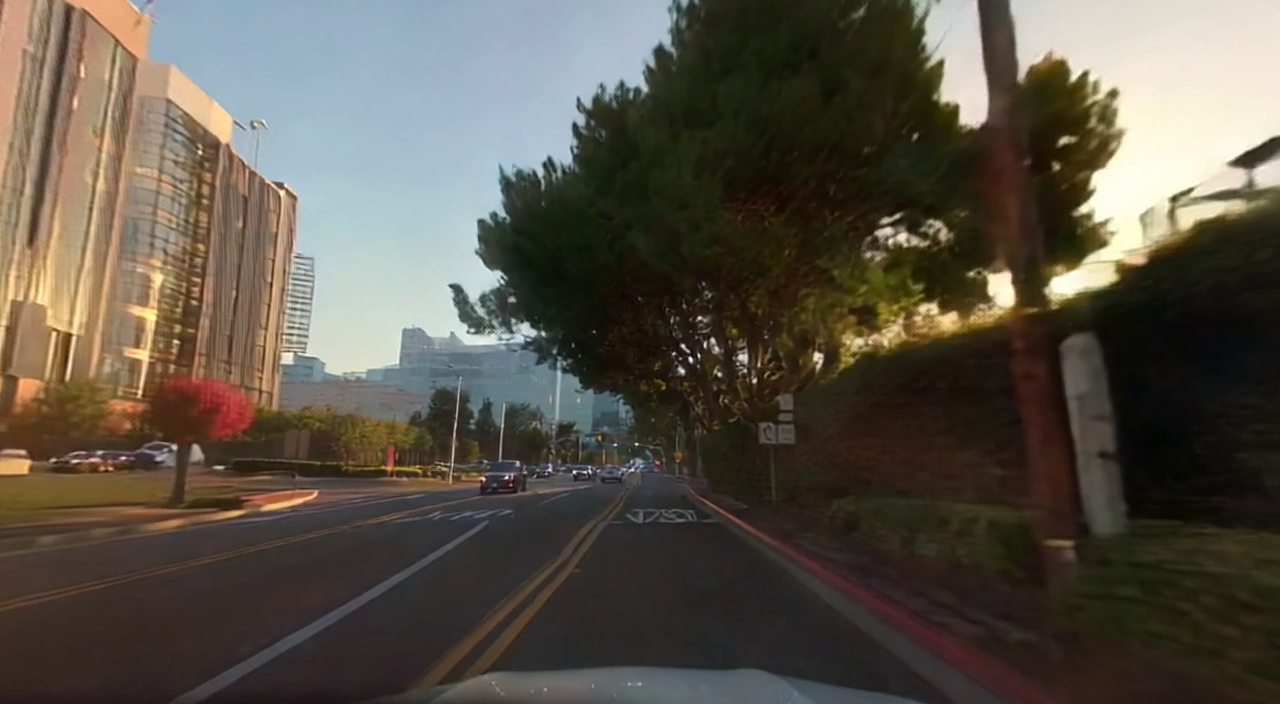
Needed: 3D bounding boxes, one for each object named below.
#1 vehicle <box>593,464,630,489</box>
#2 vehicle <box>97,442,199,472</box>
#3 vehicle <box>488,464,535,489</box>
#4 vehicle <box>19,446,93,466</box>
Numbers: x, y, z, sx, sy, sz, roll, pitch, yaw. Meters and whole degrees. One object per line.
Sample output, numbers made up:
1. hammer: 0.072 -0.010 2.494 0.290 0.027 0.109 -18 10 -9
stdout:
1. vehicle: -1.974 8.748 44.120 2.067 1.629 3.858 0 -11 5
2. vehicle: -34.922 7.540 44.797 2.033 1.959 5.294 -3 -11 20
3. vehicle: -8.278 8.066 40.831 1.979 1.499 4.666 0 -11 0
4. vehicle: -46.337 8.277 49.902 1.714 1.464 3.804 -3 -11 18
